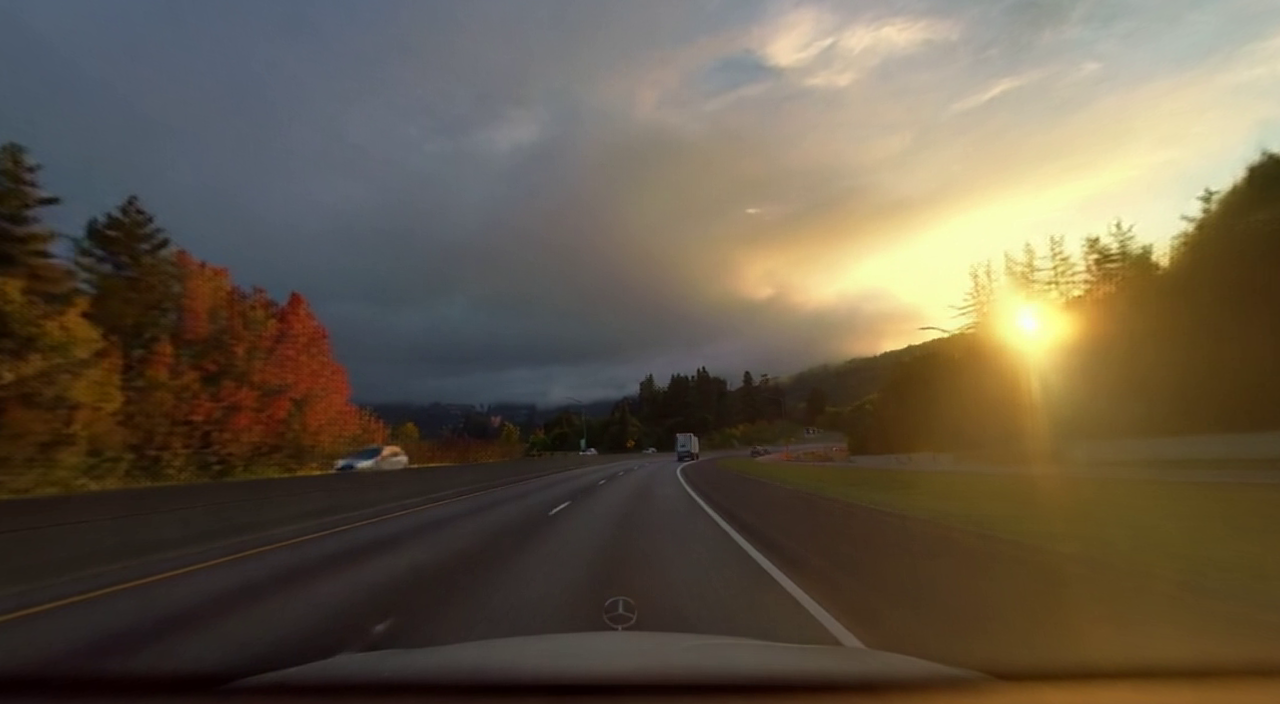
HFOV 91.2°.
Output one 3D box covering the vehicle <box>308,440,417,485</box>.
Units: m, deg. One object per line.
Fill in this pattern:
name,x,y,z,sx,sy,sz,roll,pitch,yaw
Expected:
vehicle,-12.043,4.832,27.712,2.145,1.788,5.253,-1,-9,4
